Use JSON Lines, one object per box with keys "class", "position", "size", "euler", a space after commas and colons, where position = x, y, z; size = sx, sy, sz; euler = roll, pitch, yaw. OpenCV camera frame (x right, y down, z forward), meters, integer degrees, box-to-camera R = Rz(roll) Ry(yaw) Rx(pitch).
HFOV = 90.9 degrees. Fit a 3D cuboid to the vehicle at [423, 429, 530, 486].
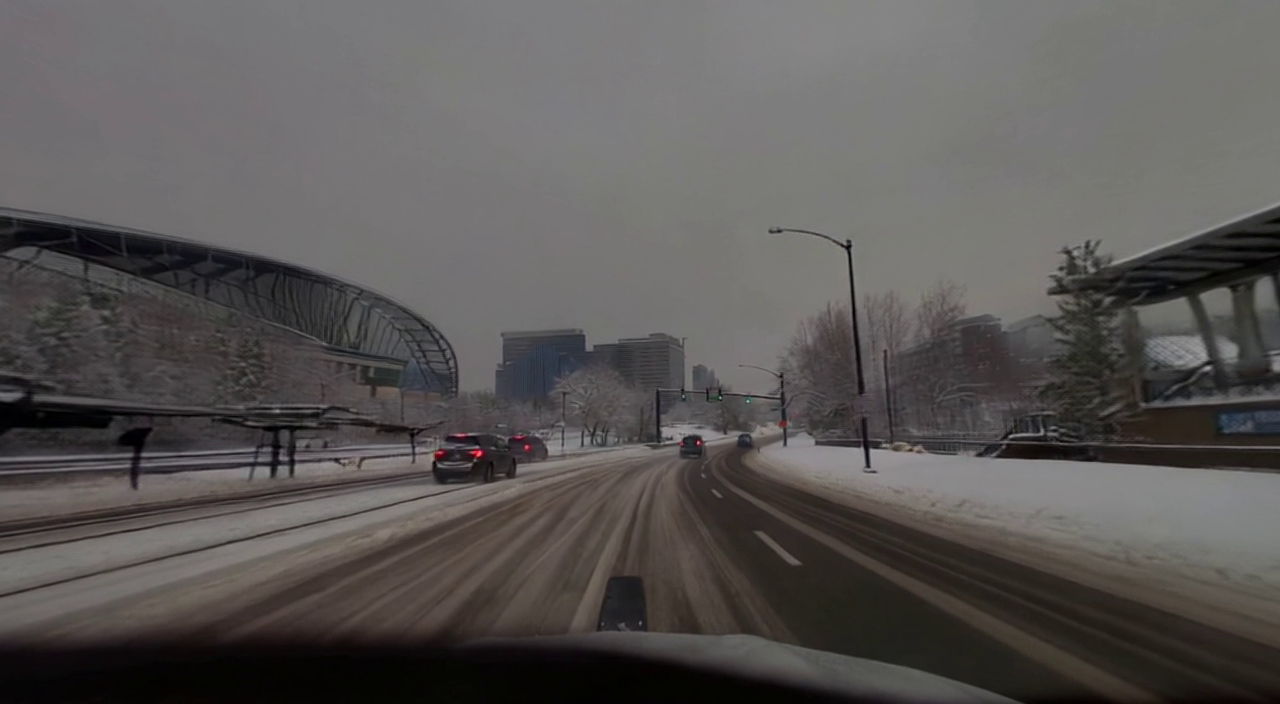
{"class": "vehicle", "position": [-5.479, 3.598, 21.814], "size": [2.181, 1.728, 4.515], "euler": [-1, -8, 4]}
